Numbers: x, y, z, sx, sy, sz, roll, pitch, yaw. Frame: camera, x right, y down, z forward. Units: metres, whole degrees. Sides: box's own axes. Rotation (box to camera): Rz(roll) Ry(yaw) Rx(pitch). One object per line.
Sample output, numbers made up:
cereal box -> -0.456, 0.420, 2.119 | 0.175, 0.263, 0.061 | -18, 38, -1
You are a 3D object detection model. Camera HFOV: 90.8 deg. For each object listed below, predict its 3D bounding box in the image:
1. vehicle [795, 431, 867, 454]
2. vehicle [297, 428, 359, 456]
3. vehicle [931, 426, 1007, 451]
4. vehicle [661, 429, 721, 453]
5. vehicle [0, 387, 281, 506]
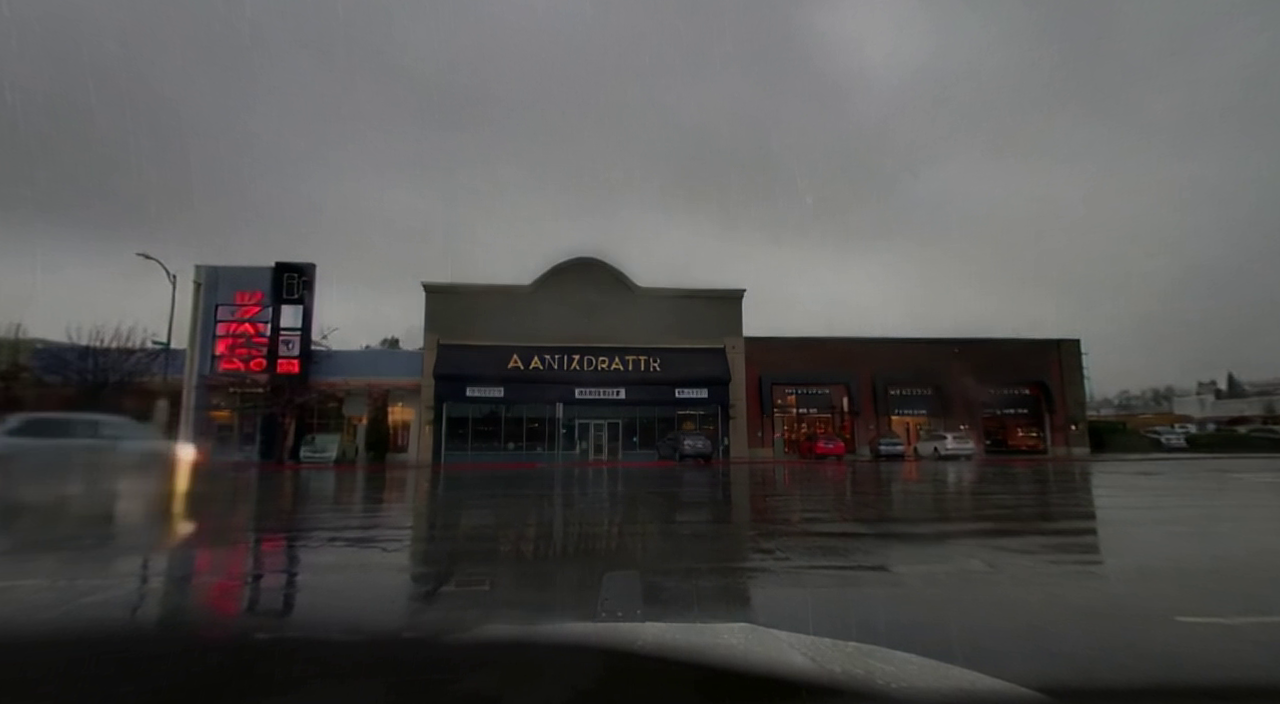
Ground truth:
vehicle -> 12.735, 6.054, 42.349 | 1.791, 1.453, 4.593 | 5, -10, -29
vehicle -> -20.274, 5.834, 40.981 | 4.596, 1.680, 1.936 | -7, -11, 41
vehicle -> 25.400, 6.709, 48.832 | 4.838, 1.799, 1.914 | -7, -11, 38
vehicle -> 3.341, 6.000, 42.437 | 1.812, 1.468, 4.519 | 5, -10, -28
vehicle -> -9.052, 1.533, 10.593 | 4.735, 1.779, 2.051 | 1, -6, -6
